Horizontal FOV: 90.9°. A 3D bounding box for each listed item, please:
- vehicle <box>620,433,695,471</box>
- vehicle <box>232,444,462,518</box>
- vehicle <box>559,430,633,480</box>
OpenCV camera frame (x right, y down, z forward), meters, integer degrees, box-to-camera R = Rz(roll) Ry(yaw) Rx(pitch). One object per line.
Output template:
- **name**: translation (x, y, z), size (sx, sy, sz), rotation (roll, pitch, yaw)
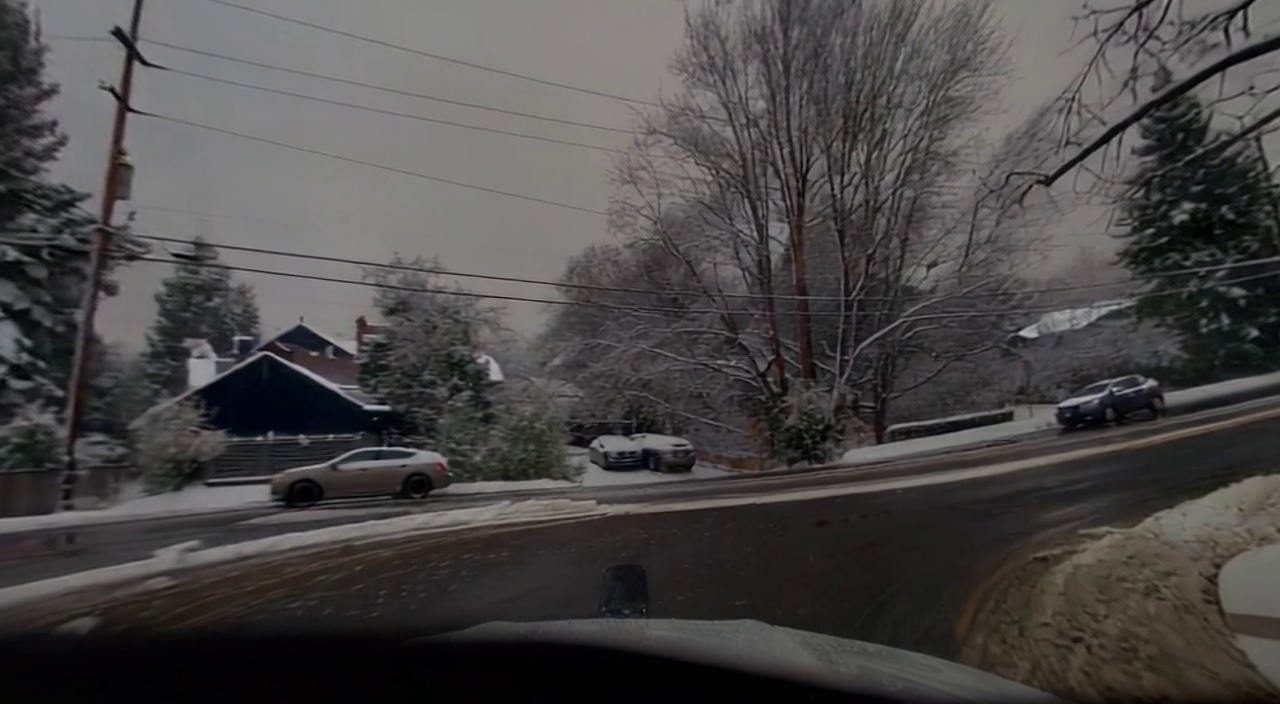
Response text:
- **vehicle**: translation (0.756, 5.089, 31.796), size (2.216, 1.728, 5.118), rotation (3, -10, -17)
- **vehicle**: translation (-7.041, 3.087, 15.430), size (4.696, 1.534, 1.912), rotation (7, -12, -36)
- **vehicle**: translation (-2.330, 5.062, 31.434), size (2.413, 1.838, 4.977), rotation (5, -4, -18)
